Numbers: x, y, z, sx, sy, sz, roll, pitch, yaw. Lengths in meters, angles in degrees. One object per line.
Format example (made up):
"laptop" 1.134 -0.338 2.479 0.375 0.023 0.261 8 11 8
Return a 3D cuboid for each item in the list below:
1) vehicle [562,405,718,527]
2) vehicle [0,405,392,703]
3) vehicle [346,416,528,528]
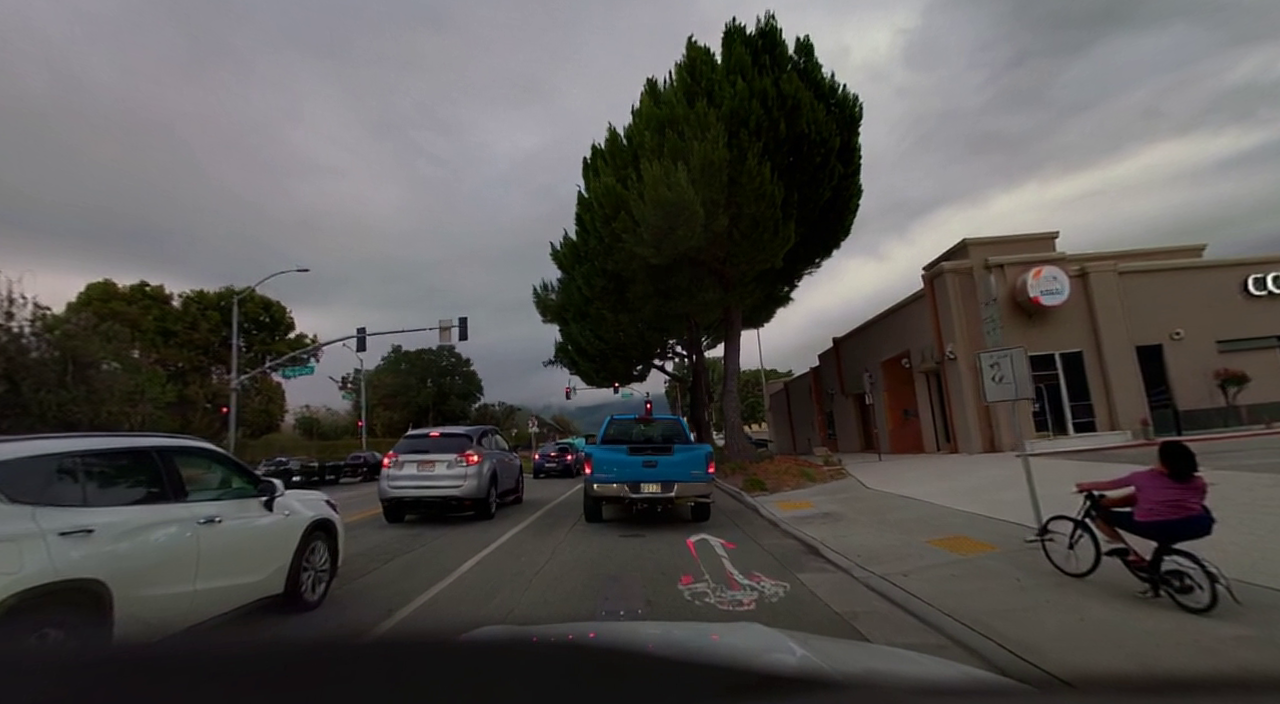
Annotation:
"vehicle" -0.049 2.159 12.457 2.426 1.882 5.027 0 -9 -1
"vehicle" -3.584 1.235 4.295 2.064 1.486 4.140 0 -9 1
"vehicle" -3.609 2.237 12.286 2.046 1.750 4.452 0 -9 0
